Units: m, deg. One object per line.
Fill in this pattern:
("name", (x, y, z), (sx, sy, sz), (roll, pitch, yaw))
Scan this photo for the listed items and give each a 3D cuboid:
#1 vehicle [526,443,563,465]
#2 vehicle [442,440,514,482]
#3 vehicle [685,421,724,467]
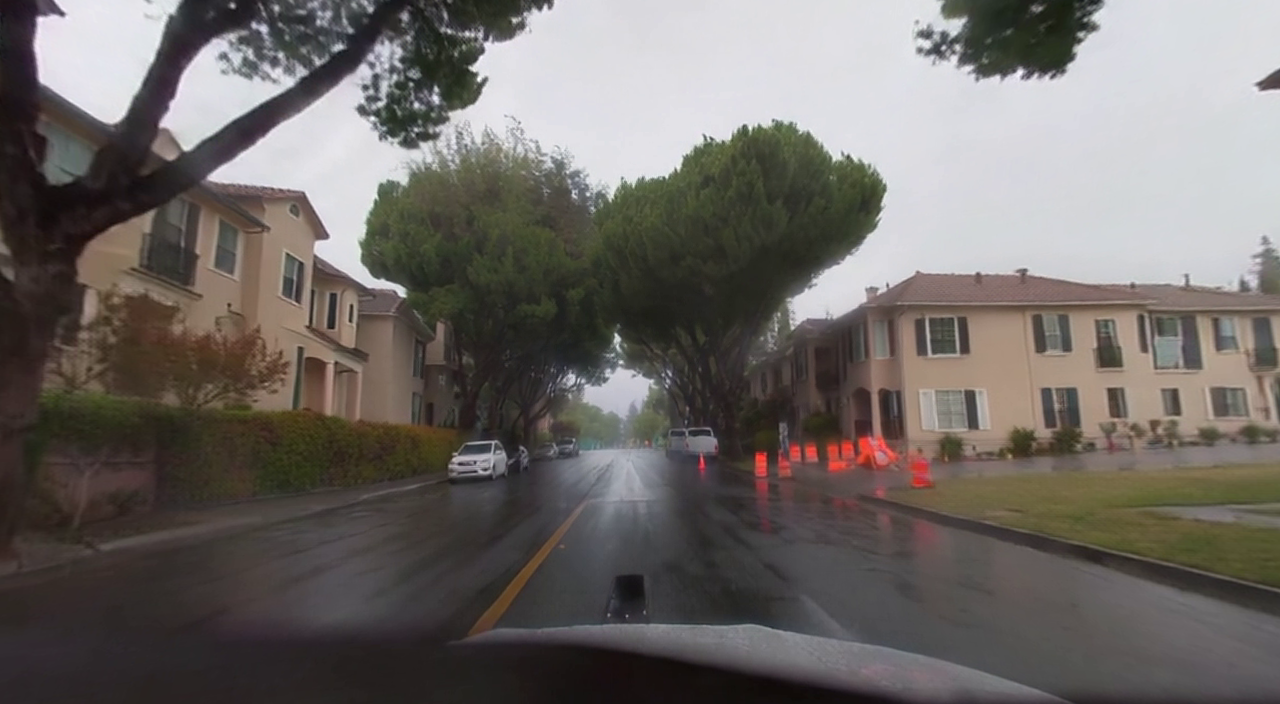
("vehicle", (-6.942, 7.443, 46.248), (1.974, 1.479, 4.607), (0, -8, 0))
("vehicle", (-6.801, 4.583, 26.892), (1.957, 1.608, 4.476), (0, -8, -1))
("vehicle", (3.793, 5.480, 37.688), (2.082, 2.534, 3.248), (-2, -8, 3))
